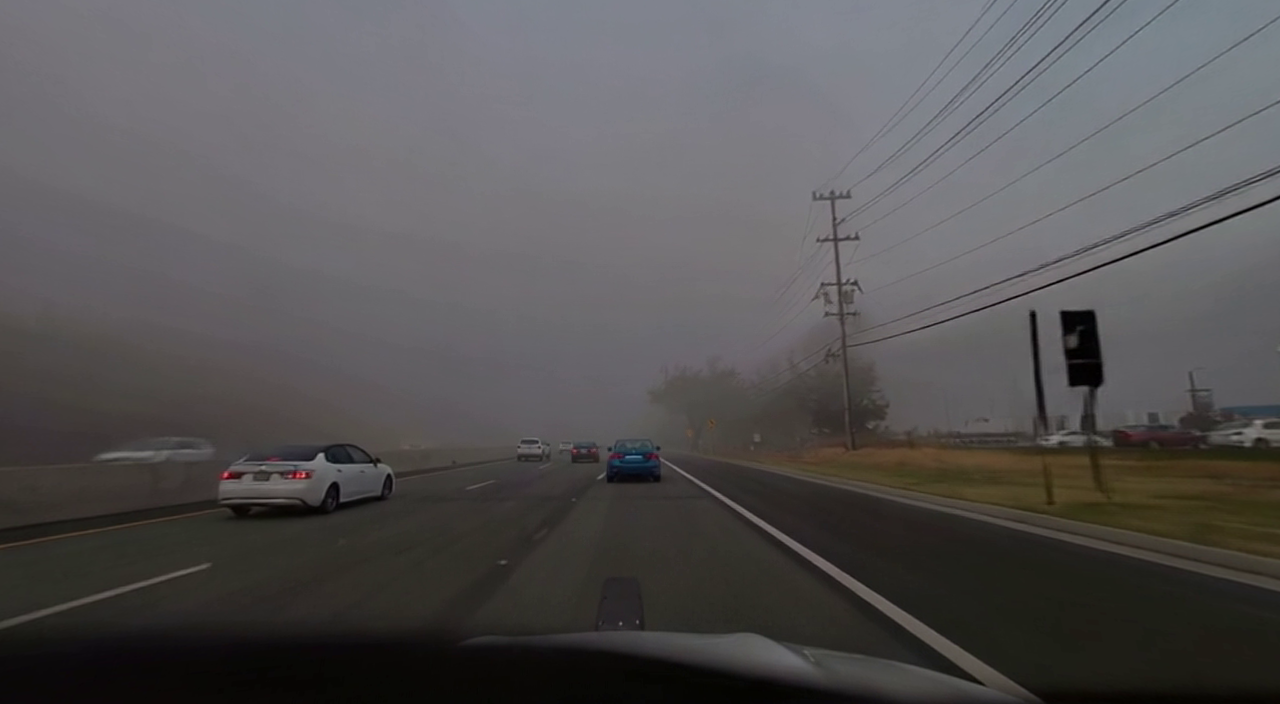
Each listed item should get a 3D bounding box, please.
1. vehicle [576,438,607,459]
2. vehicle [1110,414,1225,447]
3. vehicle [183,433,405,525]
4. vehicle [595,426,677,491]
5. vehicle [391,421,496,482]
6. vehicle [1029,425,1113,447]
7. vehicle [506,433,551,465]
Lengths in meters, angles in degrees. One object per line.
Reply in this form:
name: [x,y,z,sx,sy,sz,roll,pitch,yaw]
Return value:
vehicle: [-3.546,7.176,47.074,2.055,1.510,3.961,0,-8,-1]
vehicle: [29.546,4.447,35.509,4.554,1.761,2.095,0,-8,0]
vehicle: [-6.557,2.413,12.731,1.900,1.483,4.547,0,-8,0]
vehicle: [-0.144,3.073,18.619,2.140,1.653,4.108,0,-8,-1]
vehicle: [-6.786,3.500,22.508,2.144,1.905,4.967,0,-8,0]
vehicle: [29.083,5.703,42.710,4.105,1.306,2.050,-2,-7,1]
vehicle: [-6.529,5.712,37.274,1.914,1.756,4.179,0,-8,0]
